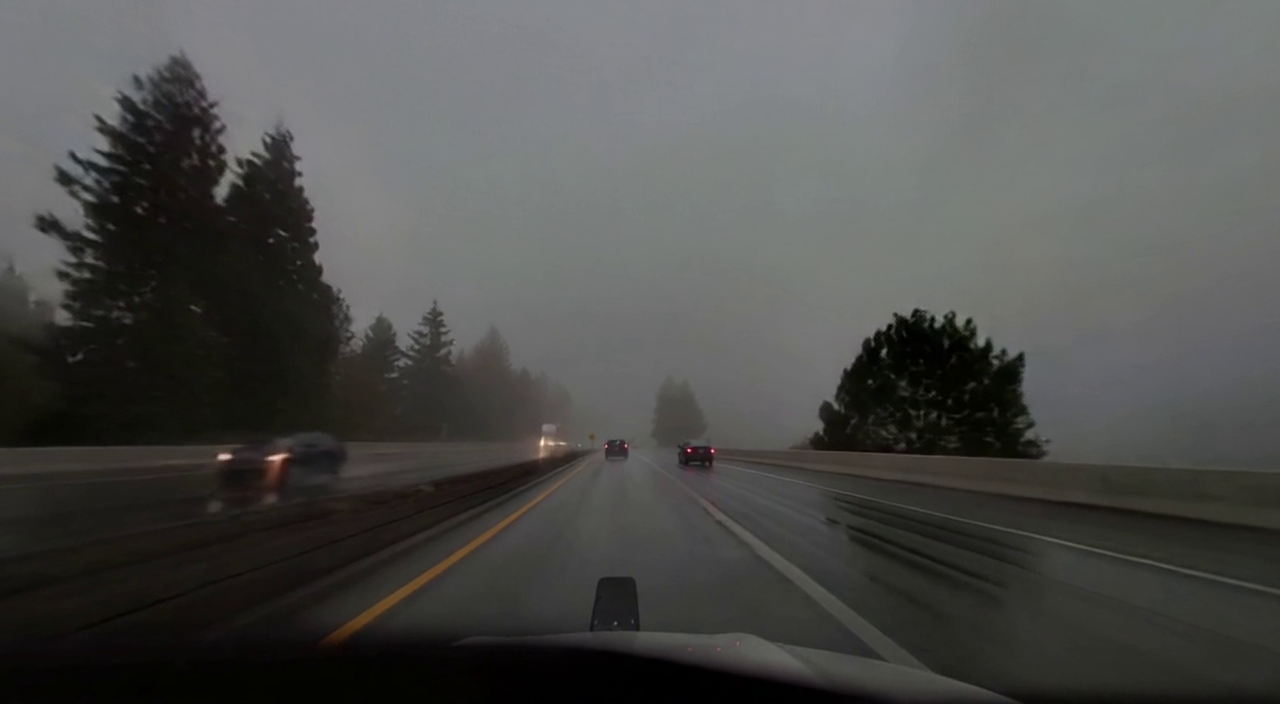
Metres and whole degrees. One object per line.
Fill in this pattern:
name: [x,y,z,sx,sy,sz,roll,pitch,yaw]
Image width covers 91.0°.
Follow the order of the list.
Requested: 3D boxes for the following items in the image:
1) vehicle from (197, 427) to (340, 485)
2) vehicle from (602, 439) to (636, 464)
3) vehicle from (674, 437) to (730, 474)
vehicle: [-10.680,3.012,18.448,1.872,1.499,3.792,-1,-8,0]
vehicle: [-1.412,6.611,41.963,2.178,1.559,4.254,0,-8,-3]
vehicle: [2.744,4.697,28.908,2.146,1.546,3.796,-1,-8,0]
